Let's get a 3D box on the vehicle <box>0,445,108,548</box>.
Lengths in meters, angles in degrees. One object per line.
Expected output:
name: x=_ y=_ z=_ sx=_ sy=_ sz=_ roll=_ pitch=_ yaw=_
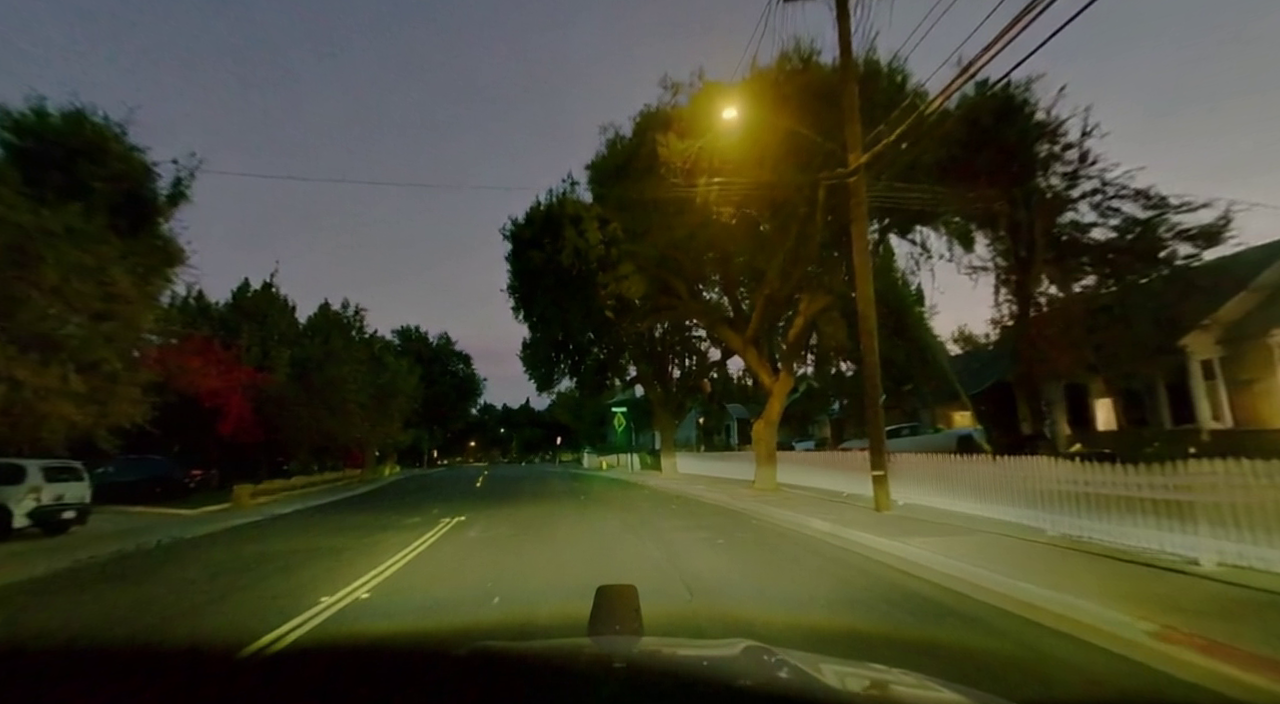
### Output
vehicle: x=-13.152 y=2.668 z=11.984 sx=4.321 sy=1.772 sz=2.161 roll=-1 pitch=-8 yaw=7

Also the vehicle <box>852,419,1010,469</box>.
vehicle: x=10.084 y=3.242 z=22.235 sx=4.566 sy=1.623 sz=1.906 roll=-1 pitch=-8 yaw=5
